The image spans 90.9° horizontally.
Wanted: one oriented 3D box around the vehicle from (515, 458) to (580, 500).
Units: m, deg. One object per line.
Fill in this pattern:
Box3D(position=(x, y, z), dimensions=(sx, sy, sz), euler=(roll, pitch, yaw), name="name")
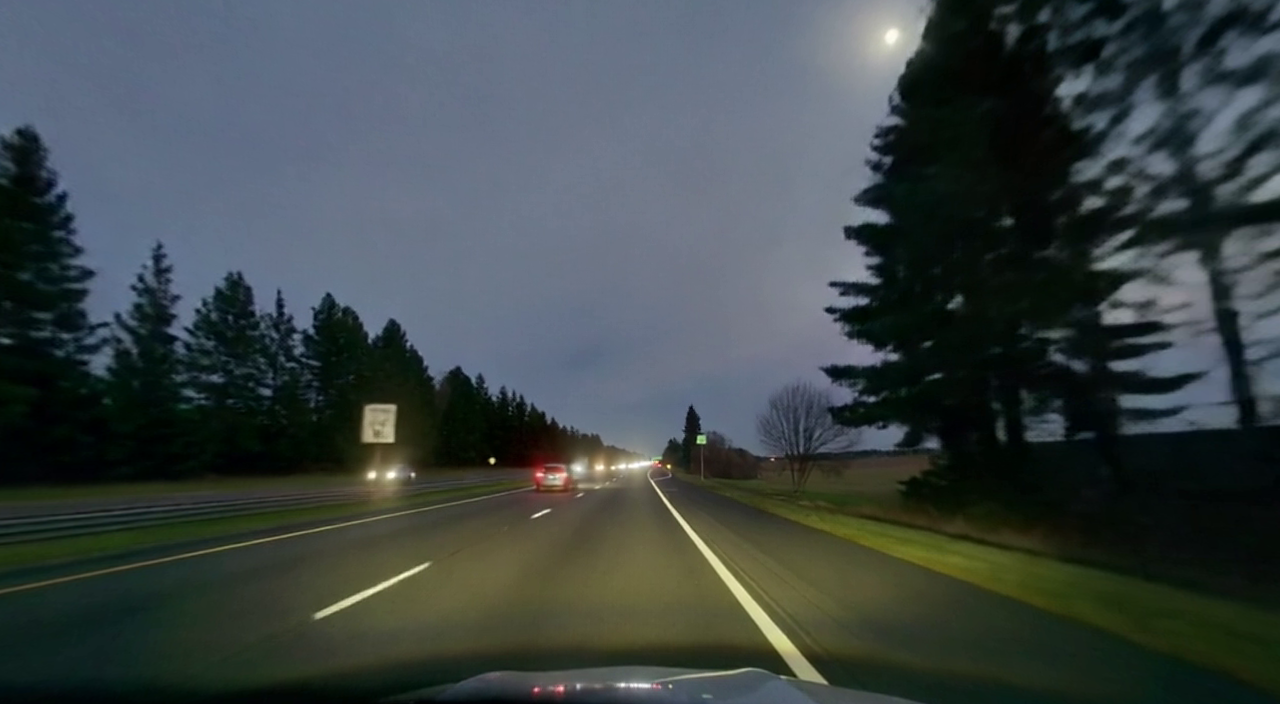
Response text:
Box3D(position=(-3.893, 5.488, 27.357), dimensions=(2.042, 1.629, 4.276), euler=(0, -10, 2), name="vehicle")
